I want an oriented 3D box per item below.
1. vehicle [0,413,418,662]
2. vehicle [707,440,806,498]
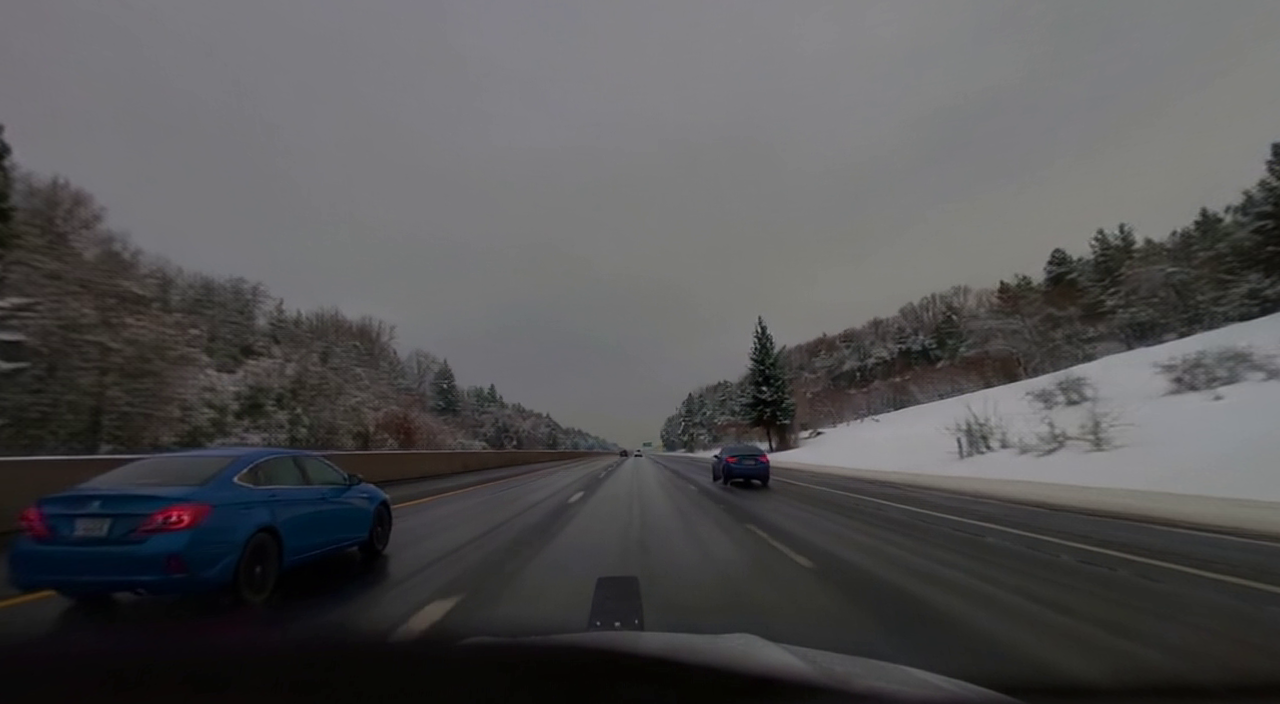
[{"bbox_3d":[-4.010,1.498,6.210,2.010,1.550,4.376,0,-9,0],"label":"vehicle"},{"bbox_3d":[3.483,3.609,19.831,2.146,1.573,4.661,0,-9,-1],"label":"vehicle"}]
